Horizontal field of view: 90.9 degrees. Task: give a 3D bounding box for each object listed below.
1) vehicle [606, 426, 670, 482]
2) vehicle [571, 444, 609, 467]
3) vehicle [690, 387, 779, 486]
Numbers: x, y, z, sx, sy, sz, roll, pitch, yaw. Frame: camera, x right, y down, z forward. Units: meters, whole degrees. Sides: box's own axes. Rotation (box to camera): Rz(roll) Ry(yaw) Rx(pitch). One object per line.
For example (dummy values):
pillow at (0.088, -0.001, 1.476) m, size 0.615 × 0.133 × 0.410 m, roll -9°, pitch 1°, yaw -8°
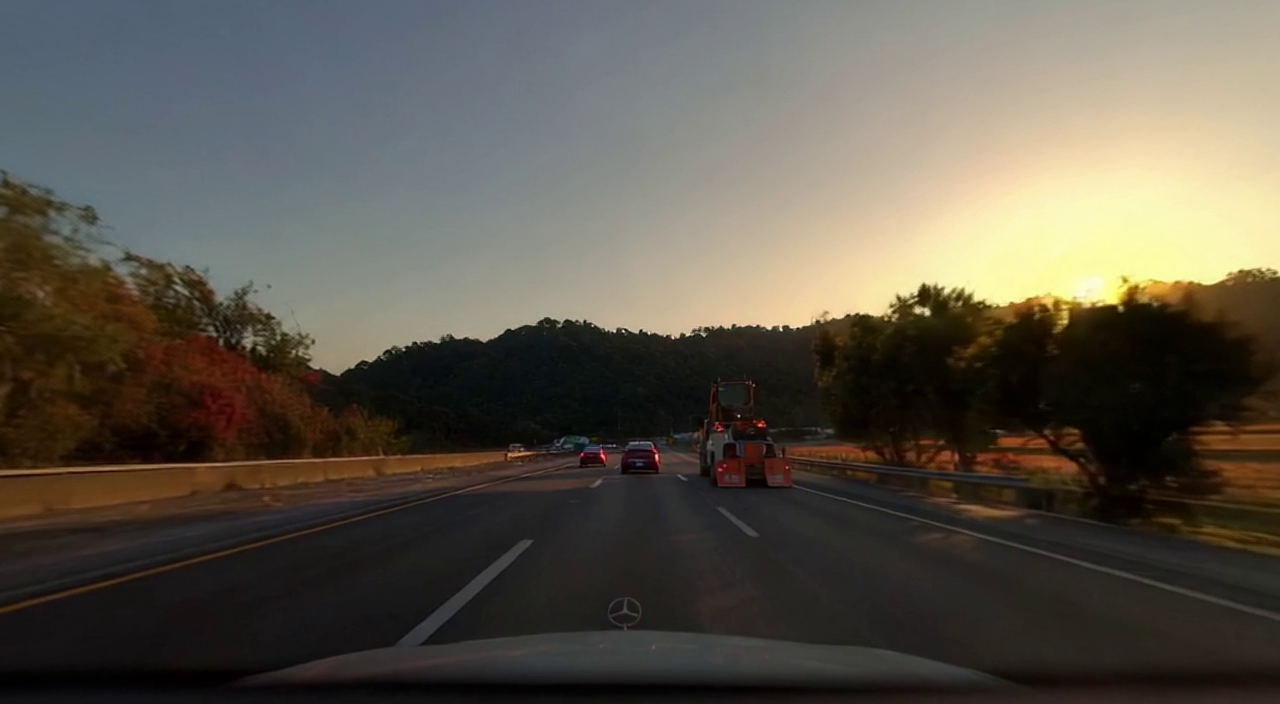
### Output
vehicle at (-0.056, 4.041, 25.173) m, size 2.308 × 1.993 × 4.631 m, roll 0°, pitch -8°, yaw 1°
vehicle at (-3.233, 6.832, 41.826) m, size 2.096 × 1.469 × 4.319 m, roll 0°, pitch -8°, yaw 1°
vehicle at (4.057, 3.993, 29.441) m, size 2.793 × 3.828 × 9.580 m, roll 0°, pitch -8°, yaw 1°
